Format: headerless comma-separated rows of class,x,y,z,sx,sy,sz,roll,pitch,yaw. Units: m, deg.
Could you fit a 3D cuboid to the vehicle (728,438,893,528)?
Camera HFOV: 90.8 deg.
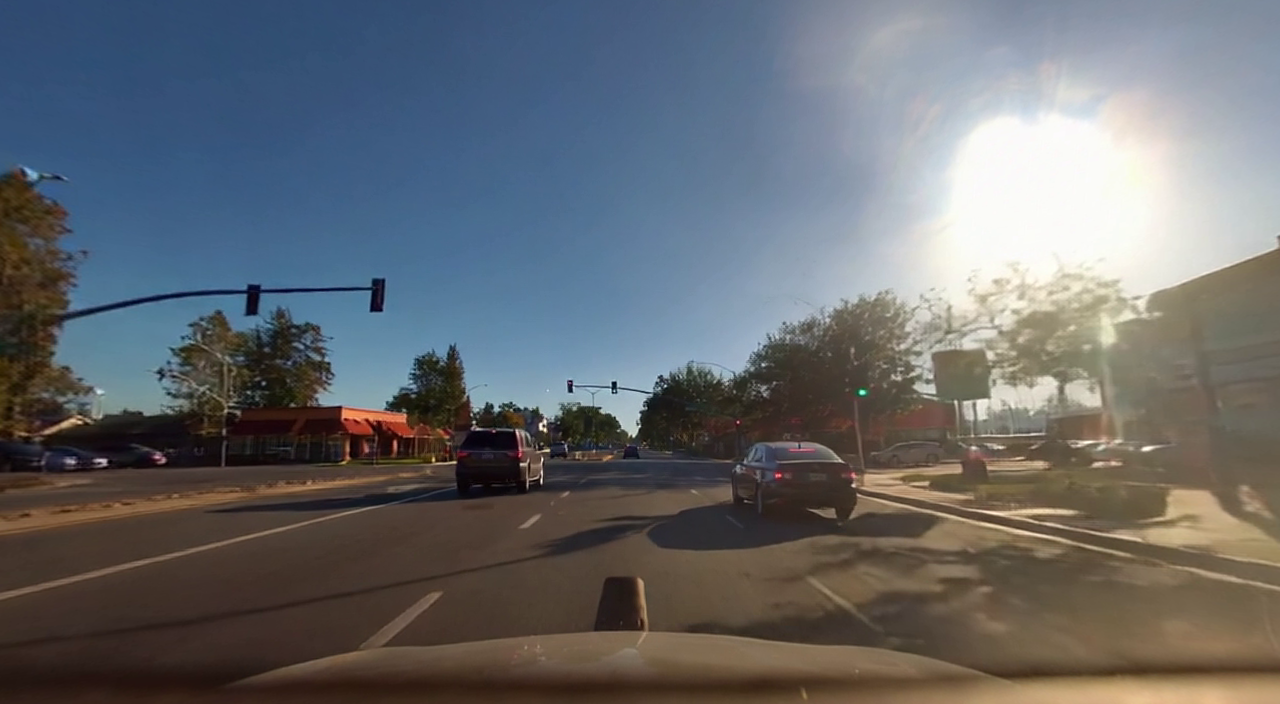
vehicle,3.238,2.577,13.164,1.975,1.502,4.787,0,-8,-2

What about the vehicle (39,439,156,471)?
vehicle,-36.521,6.934,42.636,5.569,2.088,2.426,0,-8,0

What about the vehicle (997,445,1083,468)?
vehicle,28.739,7.492,45.464,4.874,1.625,1.930,0,-8,0

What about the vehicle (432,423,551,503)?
vehicle,-3.702,2.871,16.697,1.997,1.806,4.500,0,-8,1

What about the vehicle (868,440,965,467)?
vehicle,19.996,7.376,45.898,5.886,1.798,2.407,-1,-9,0
